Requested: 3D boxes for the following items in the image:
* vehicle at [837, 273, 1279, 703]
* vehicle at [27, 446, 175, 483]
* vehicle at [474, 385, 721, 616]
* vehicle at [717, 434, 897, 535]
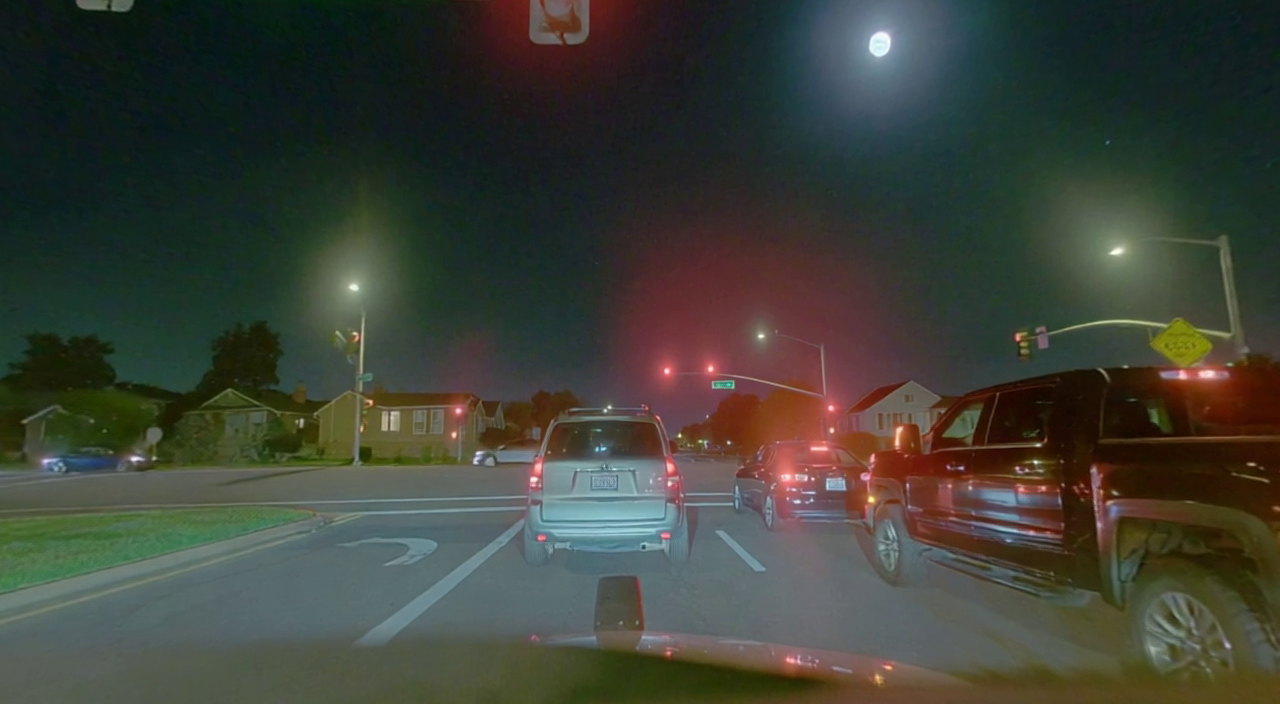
[{"bbox_3d":[2.983,0.938,3.810,1.886,1.849,5.070,0,-8,-1],"label":"vehicle"},{"bbox_3d":[-22.947,4.789,27.046,4.533,1.350,1.714,0,-7,-9],"label":"vehicle"},{"bbox_3d":[-0.285,1.396,6.679,1.915,1.780,3.379,0,-8,2],"label":"vehicle"},{"bbox_3d":[2.730,2.267,11.537,1.952,1.465,4.421,0,-8,-2],"label":"vehicle"}]
